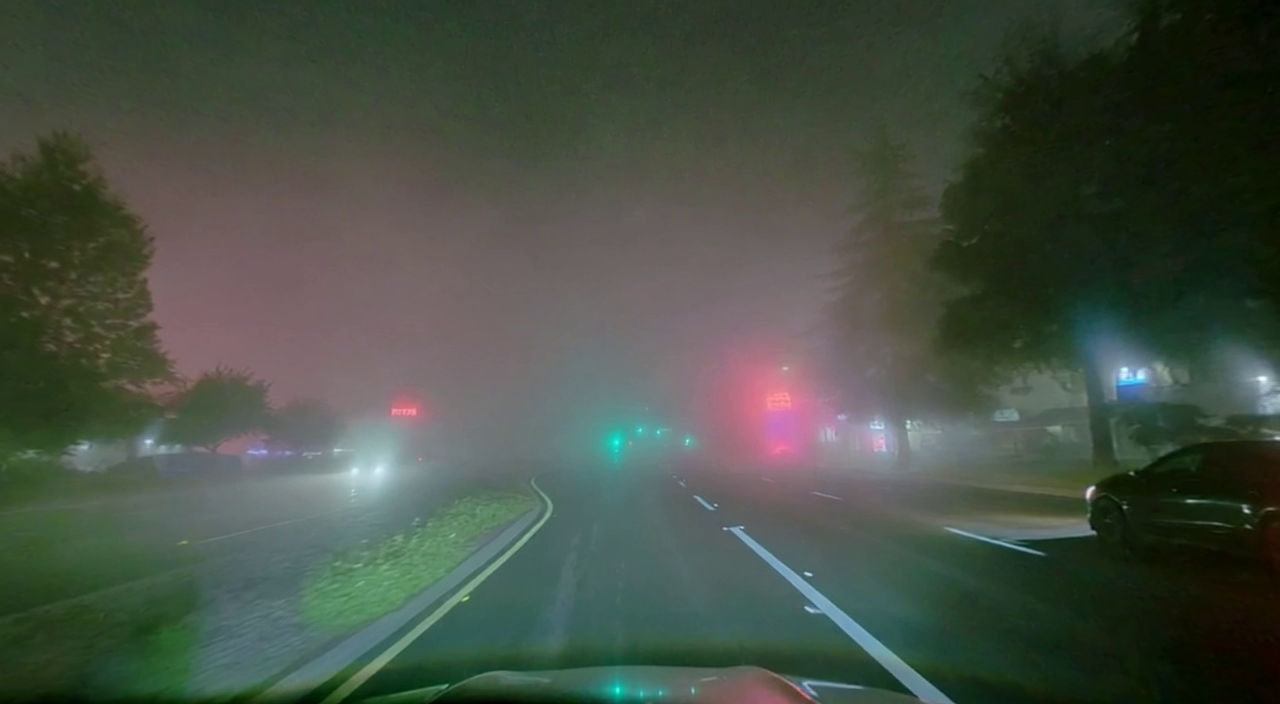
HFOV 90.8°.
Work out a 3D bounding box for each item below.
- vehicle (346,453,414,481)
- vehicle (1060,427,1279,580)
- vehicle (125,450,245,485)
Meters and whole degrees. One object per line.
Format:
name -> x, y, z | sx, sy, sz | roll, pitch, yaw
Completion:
vehicle -> -15.040, 6.653, 36.848 | 2.001, 1.485, 4.469 | -1, -8, 2
vehicle -> 7.132, 1.599, 7.019 | 1.936, 1.460, 4.258 | 0, -8, -1
vehicle -> -27.932, 7.082, 39.002 | 5.702, 1.985, 2.175 | 7, -12, -35
